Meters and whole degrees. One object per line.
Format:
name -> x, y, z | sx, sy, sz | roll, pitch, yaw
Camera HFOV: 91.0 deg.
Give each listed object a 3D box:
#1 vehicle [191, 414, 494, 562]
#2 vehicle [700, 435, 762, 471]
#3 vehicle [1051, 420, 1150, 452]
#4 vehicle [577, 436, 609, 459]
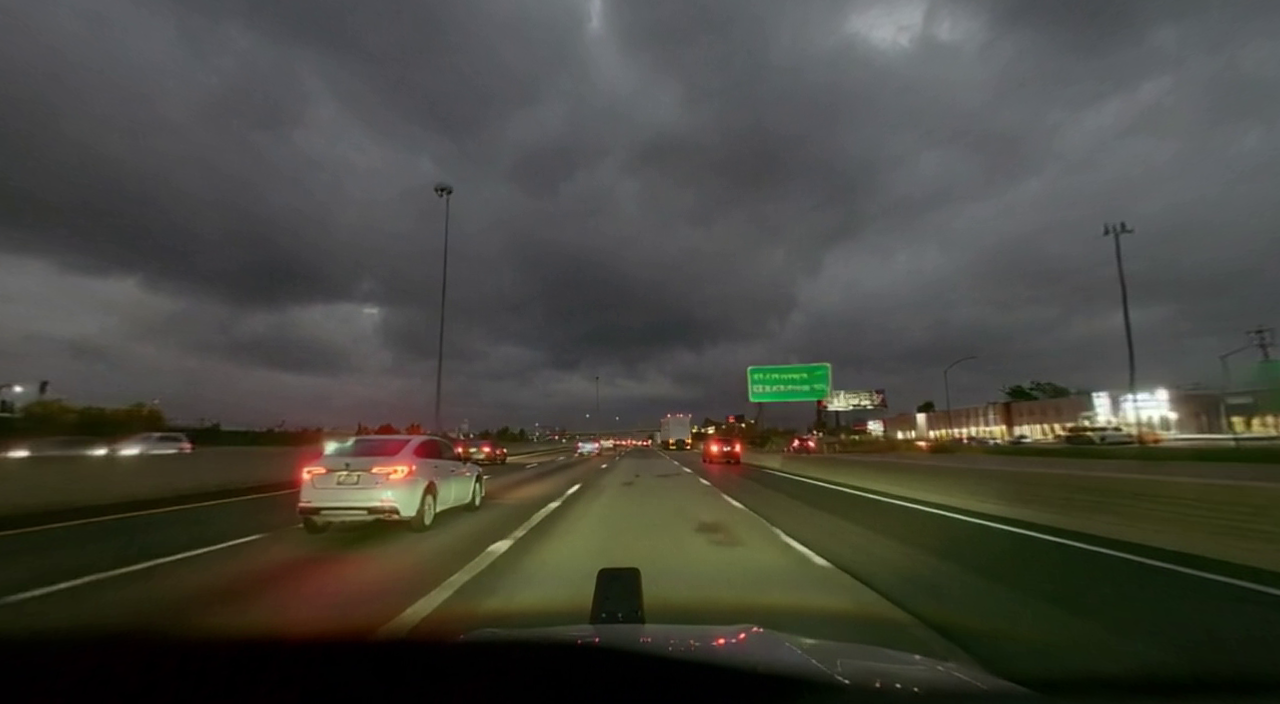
vehicle -> -3.581, 1.731, 8.698 | 2.008, 1.504, 4.264 | 0, -9, 1
vehicle -> 4.116, 4.664, 29.238 | 2.135, 1.532, 4.506 | 0, -9, -1
vehicle -> 35.897, 6.575, 49.190 | 5.729, 2.378, 2.285 | 0, -9, 2
vehicle -> -3.338, 6.890, 45.483 | 2.001, 1.577, 4.055 | 0, -9, 0
